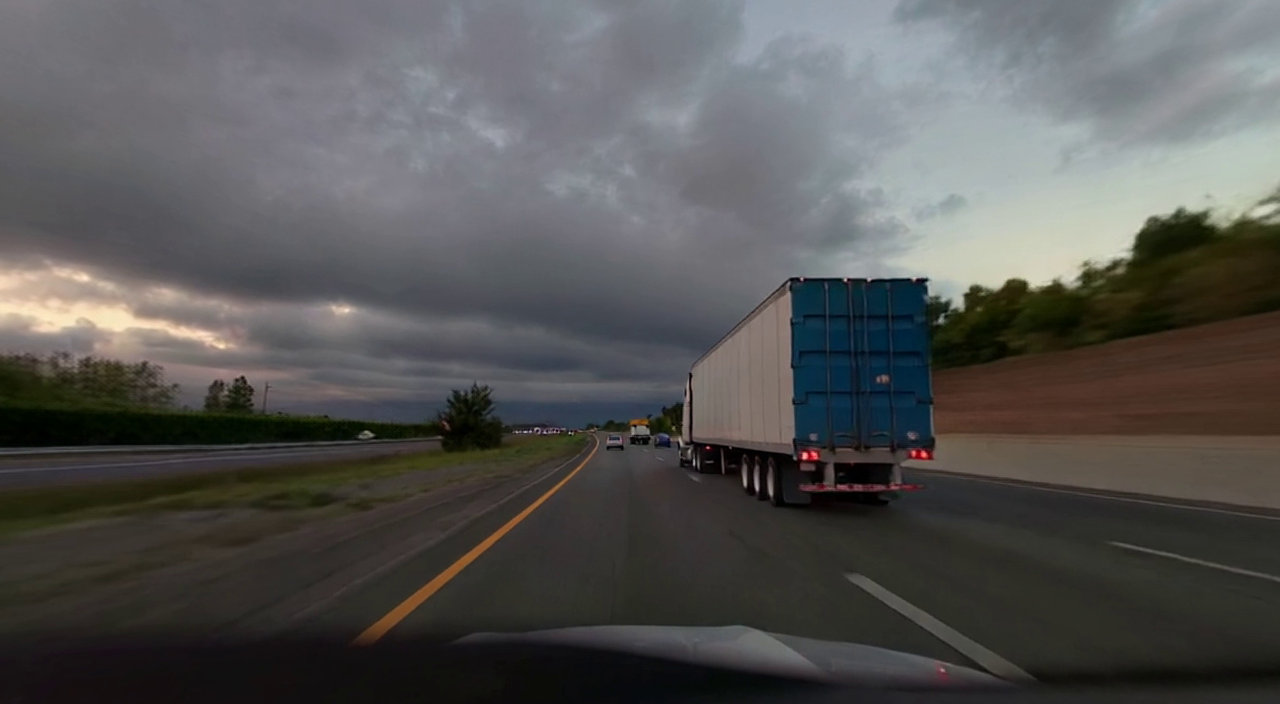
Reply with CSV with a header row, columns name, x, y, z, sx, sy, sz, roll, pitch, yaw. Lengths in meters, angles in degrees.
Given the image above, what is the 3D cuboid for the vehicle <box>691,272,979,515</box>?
name,x,y,z,sx,sy,sz,roll,pitch,yaw
vehicle,3.780,1.552,17.603,2.965,4.033,14.299,0,-7,-2
